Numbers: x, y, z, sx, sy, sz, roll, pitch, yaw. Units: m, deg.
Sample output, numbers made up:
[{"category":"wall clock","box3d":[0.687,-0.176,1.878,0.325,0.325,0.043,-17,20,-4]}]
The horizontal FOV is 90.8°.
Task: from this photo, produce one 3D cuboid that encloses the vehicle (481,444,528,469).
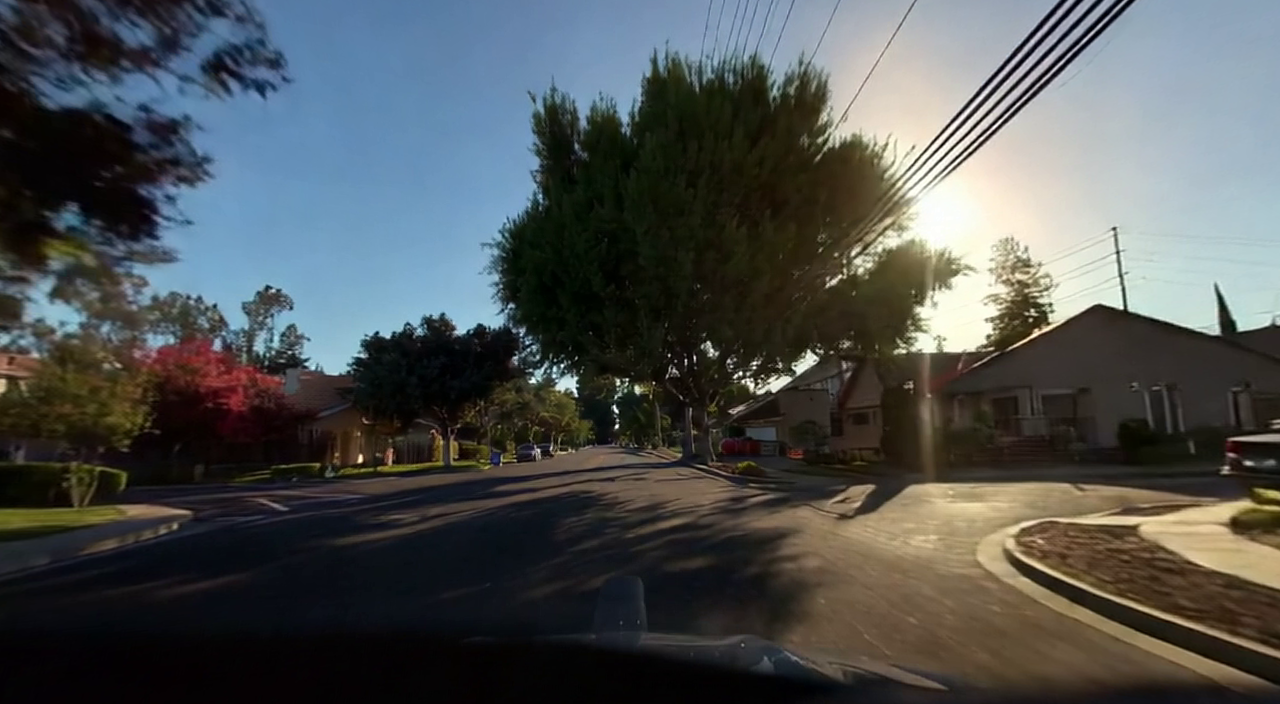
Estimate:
[{"category":"vehicle","box3d":[-8.566,6.637,40.418,2.095,1.491,4.422,0,-8,-1]}]
